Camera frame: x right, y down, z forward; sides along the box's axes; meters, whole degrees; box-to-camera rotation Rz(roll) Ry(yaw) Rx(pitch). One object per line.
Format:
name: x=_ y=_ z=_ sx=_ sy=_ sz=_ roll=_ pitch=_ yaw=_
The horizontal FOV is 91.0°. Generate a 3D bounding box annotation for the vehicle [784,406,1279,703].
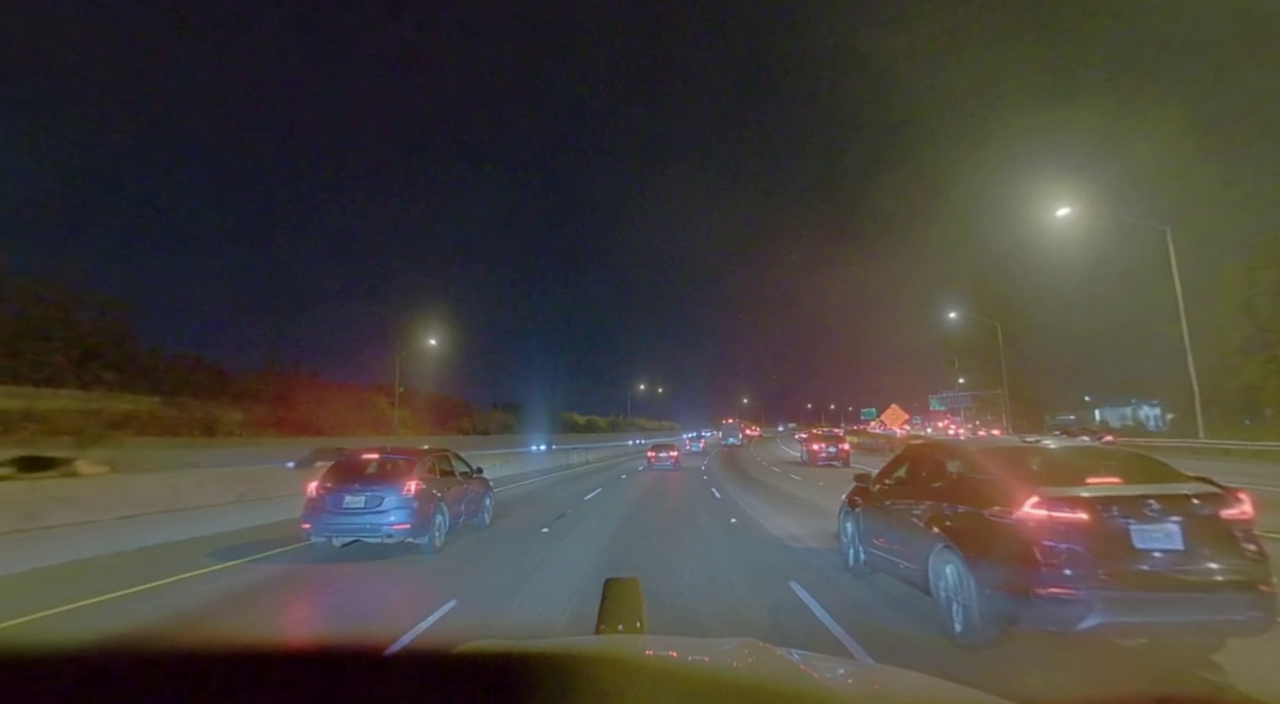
vehicle: x=2.681 y=1.333 z=5.000 sx=2.009 sy=1.489 sz=4.559 roll=0 pitch=-9 yaw=0

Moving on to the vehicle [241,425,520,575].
vehicle: x=-3.173 y=1.907 z=8.930 sx=1.937 sy=1.558 sz=4.469 roll=0 pitch=-9 yaw=1

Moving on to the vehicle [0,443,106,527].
vehicle: x=-13.347 y=2.551 z=12.030 sx=2.014 sy=1.590 sz=4.697 roll=0 pitch=-9 yaw=2

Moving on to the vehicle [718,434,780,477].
vehicle: x=4.503 y=4.364 z=26.695 sx=2.076 sy=1.684 sz=4.241 roll=0 pitch=-9 yaw=3

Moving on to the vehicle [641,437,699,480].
vehicle: x=1.260 y=4.352 z=25.969 sx=2.201 sy=1.614 sz=3.803 roll=-1 pitch=-9 yaw=3
